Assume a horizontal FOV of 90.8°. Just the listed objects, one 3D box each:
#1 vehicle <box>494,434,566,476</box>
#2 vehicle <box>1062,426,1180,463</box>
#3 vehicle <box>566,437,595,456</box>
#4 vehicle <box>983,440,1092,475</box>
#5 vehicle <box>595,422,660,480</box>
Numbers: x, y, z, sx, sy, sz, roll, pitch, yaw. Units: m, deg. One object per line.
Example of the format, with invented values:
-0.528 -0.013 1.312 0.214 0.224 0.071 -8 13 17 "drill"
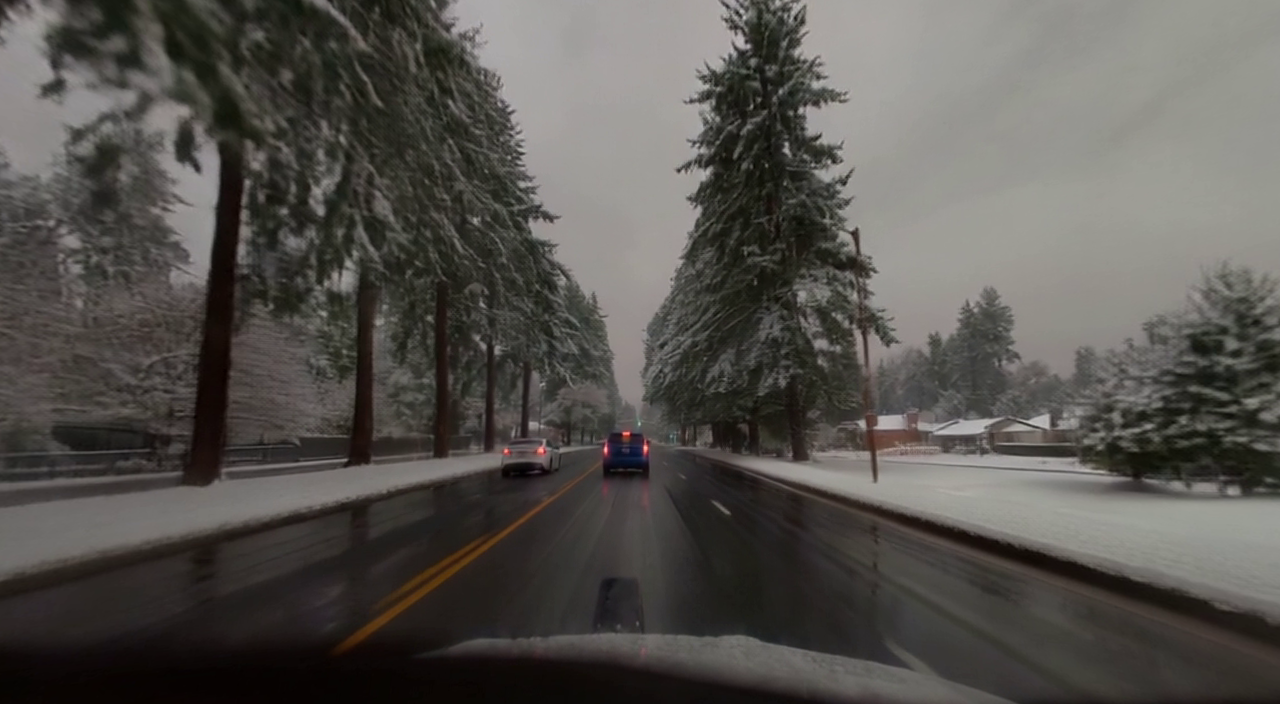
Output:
-4.035 3.848 23.818 1.917 1.448 4.178 0 -8 1 "vehicle"
20.550 3.953 27.077 3.567 1.521 1.879 1 -8 -5 "vehicle"
-4.555 7.327 49.059 1.831 1.445 3.851 0 -8 1 "vehicle"
20.666 5.462 32.918 4.387 1.752 1.903 0 -8 -3 "vehicle"
-0.419 3.340 21.532 2.018 1.769 3.897 0 -8 -1 "vehicle"
